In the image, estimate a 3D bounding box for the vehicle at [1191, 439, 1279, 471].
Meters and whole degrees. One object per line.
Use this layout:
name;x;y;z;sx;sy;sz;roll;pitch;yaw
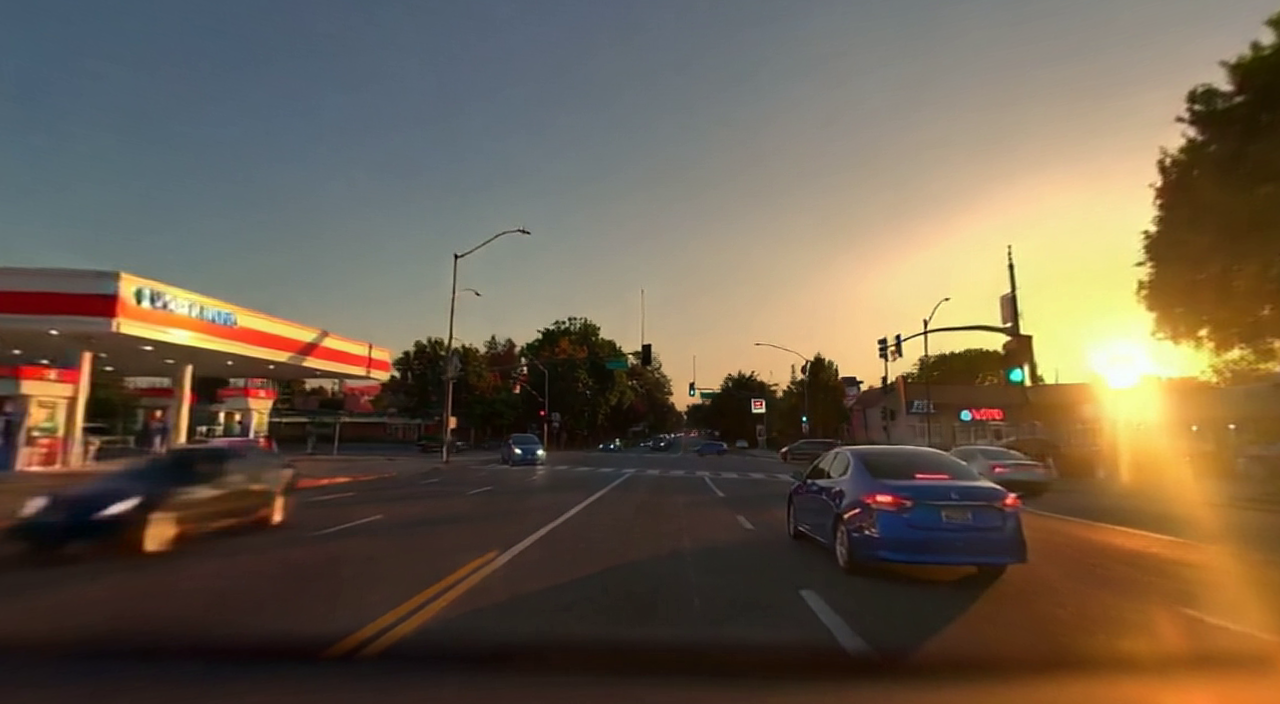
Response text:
vehicle;33.238;5.555;34.202;4.568;1.643;1.911;-3;-9;19

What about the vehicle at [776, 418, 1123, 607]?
vehicle;3.004;1.650;7.441;1.995;1.525;4.392;0;-9;2

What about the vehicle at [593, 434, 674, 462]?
vehicle;-0.452;6.372;41.906;5.107;1.775;1.992;-6;-10;32

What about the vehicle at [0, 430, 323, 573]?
vehicle;-6.634;1.914;8.922;1.917;1.487;4.411;-1;-8;1

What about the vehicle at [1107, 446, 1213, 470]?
vehicle;33.214;6.785;40.505;4.792;1.467;1.831;-3;-9;18

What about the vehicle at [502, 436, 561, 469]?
vehicle;-6.008;5.504;34.669;2.196;1.696;4.484;3;-9;-22
